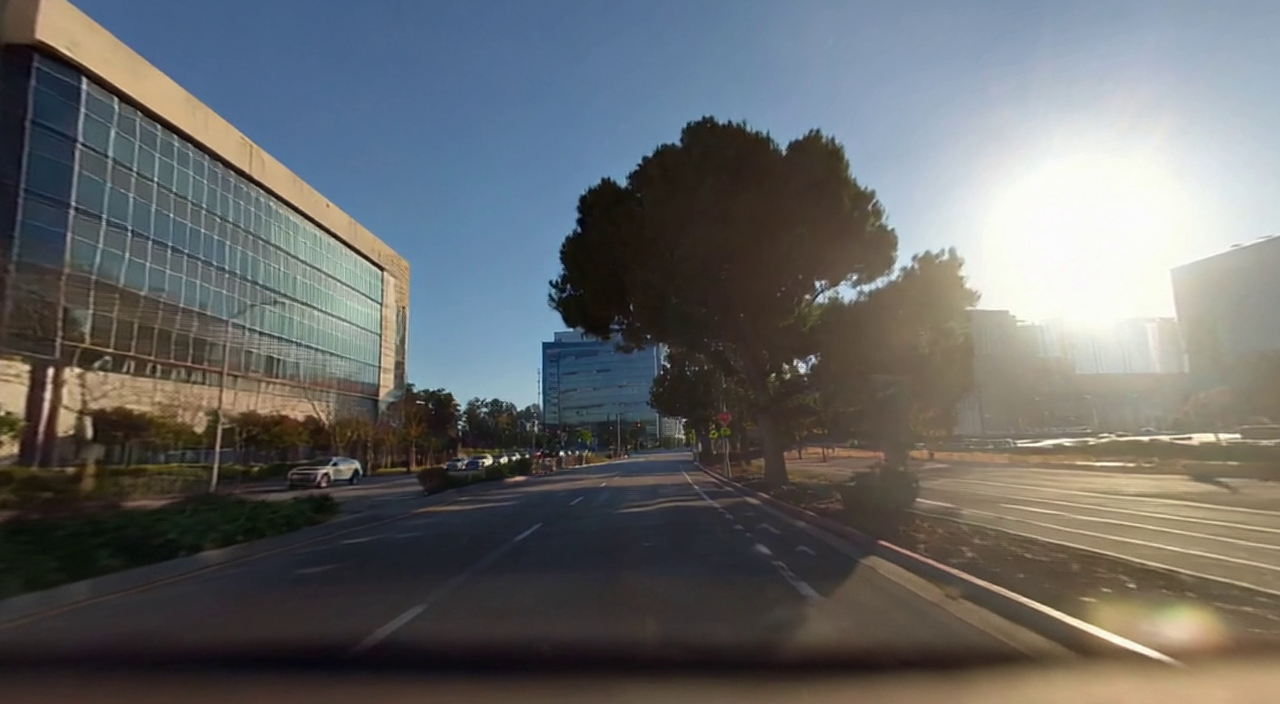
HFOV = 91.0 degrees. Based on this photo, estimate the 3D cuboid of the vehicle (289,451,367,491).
[{"bbox_3d":[-18.501,7.056,37.662,2.047,1.914,5.061,-3,-7,2],"label":"vehicle"}]
